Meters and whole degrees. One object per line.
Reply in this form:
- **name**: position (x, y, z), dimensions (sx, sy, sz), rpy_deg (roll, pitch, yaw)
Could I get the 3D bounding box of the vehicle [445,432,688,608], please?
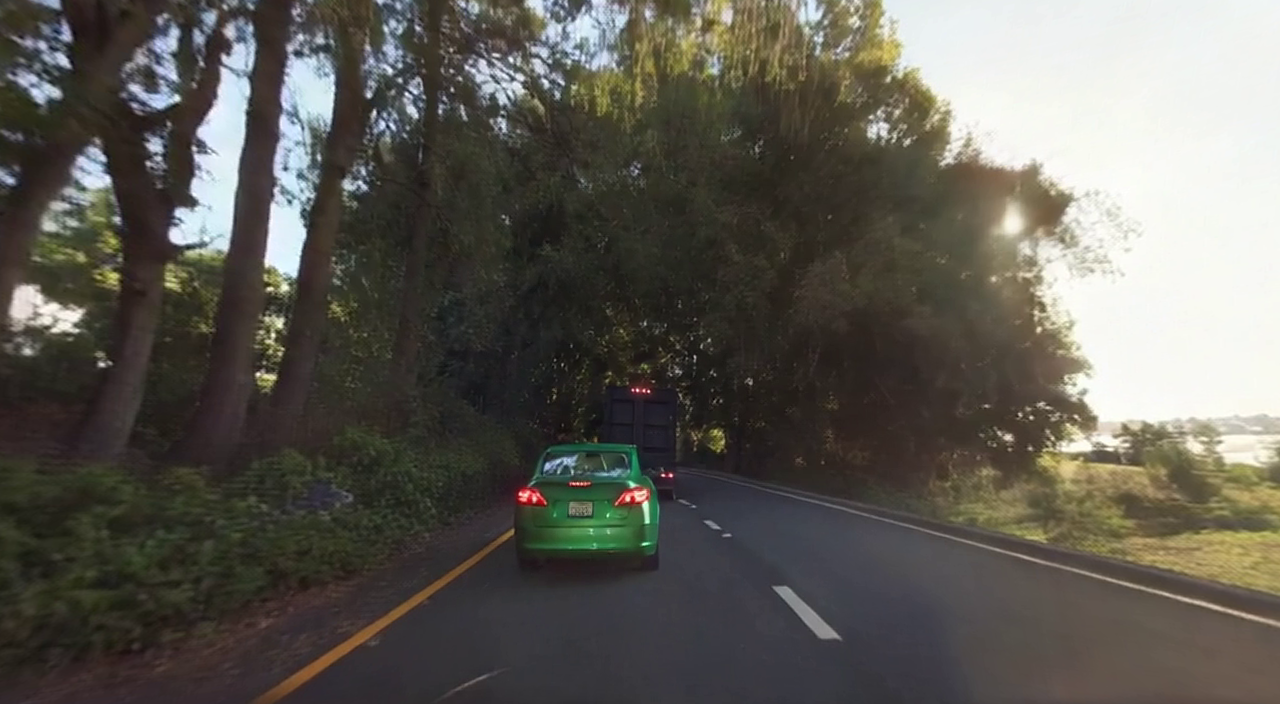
- **vehicle**: position (-0.622, 1.754, 7.510), dimensions (2.076, 1.490, 4.078), rpy_deg (0, -9, 0)
